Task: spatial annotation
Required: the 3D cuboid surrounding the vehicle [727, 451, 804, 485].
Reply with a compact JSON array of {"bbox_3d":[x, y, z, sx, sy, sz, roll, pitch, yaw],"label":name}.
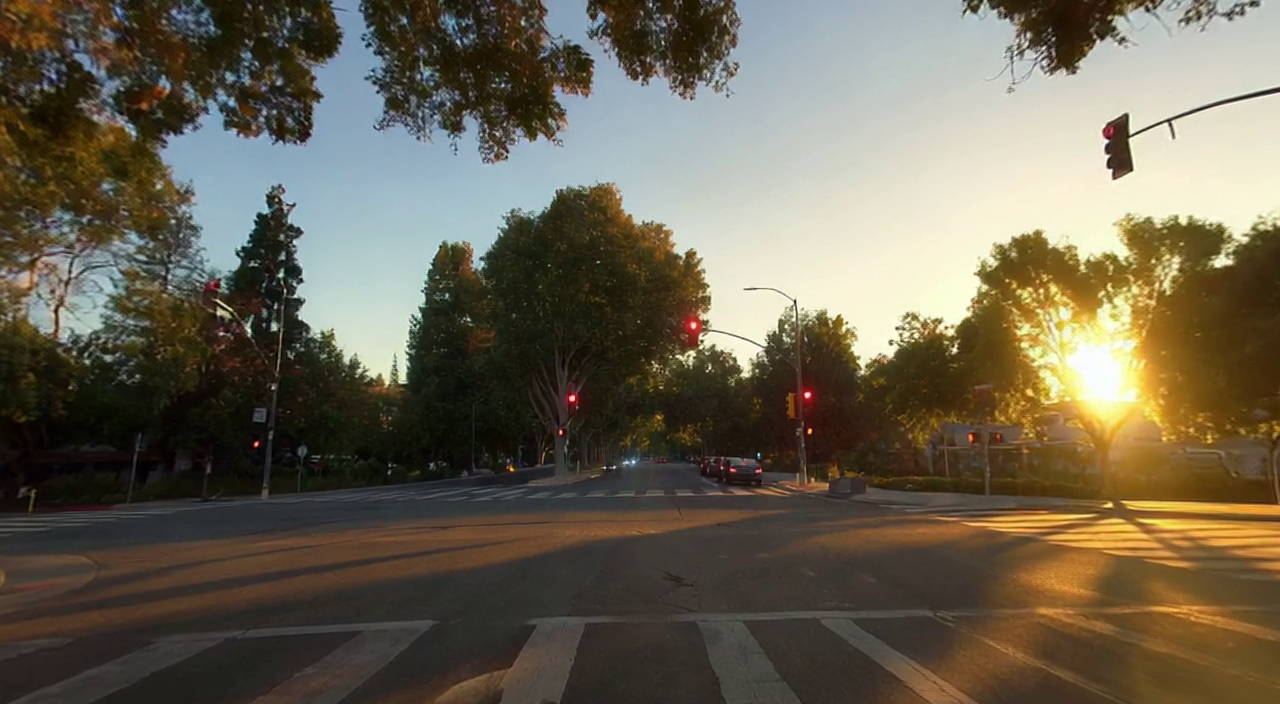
[{"bbox_3d":[8.826,8.247,45.446,2.771,2.214,7.159,2,-9,-12],"label":"vehicle"}]
